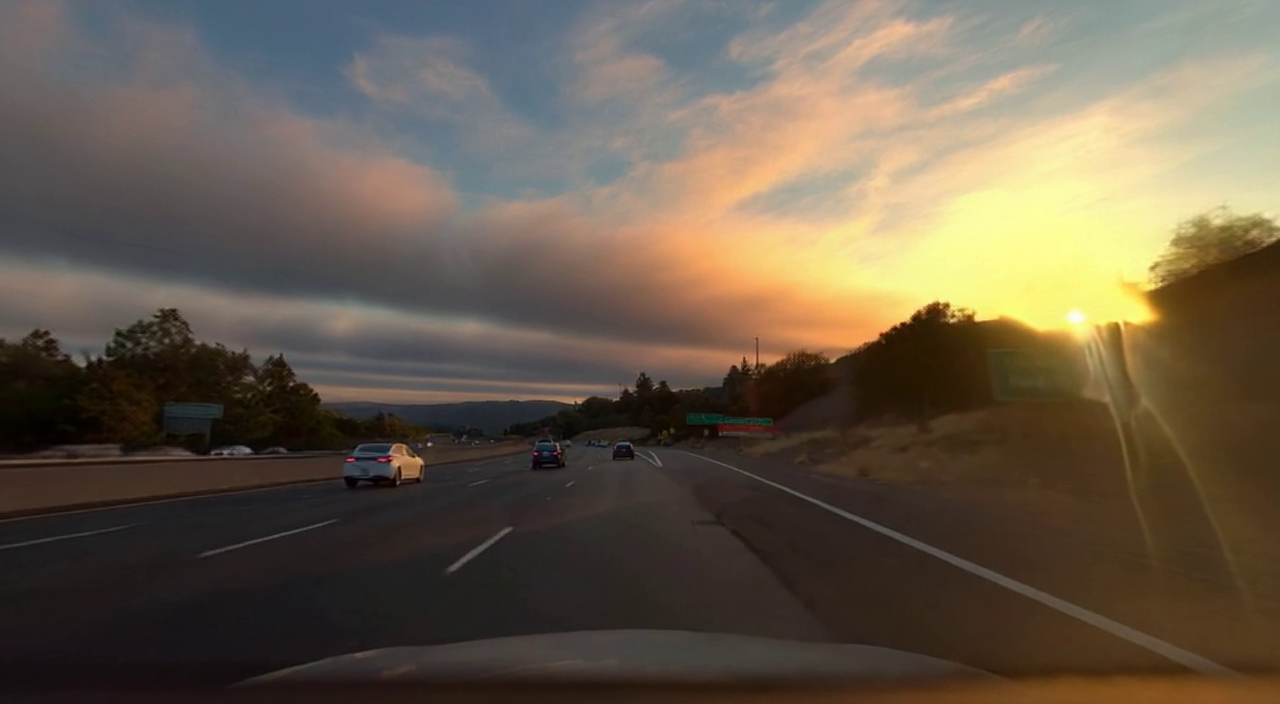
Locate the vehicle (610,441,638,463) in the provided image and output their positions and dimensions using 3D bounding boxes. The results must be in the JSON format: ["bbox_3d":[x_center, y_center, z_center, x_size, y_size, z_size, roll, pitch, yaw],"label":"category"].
[{"bbox_3d":[-1.110,6.982,44.336,1.881,1.460,3.694,0,-8,-2],"label":"vehicle"}]

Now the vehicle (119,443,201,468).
[{"bbox_3d":[-32.064,6.906,42.348,1.871,1.567,4.752,0,-8,-2],"label":"vehicle"}]

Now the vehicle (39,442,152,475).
[{"bbox_3d":[-28.246,5.502,32.955,1.849,1.575,4.587,0,-8,-1],"label":"vehicle"}]

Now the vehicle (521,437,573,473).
[{"bbox_3d":[-4.481,5.043,31.081,1.991,1.610,4.606,0,-8,-1],"label":"vehicle"}]

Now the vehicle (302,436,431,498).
[{"bbox_3d":[-7.974,3.378,18.882,2.086,1.628,4.039,0,-8,-1],"label":"vehicle"}]
